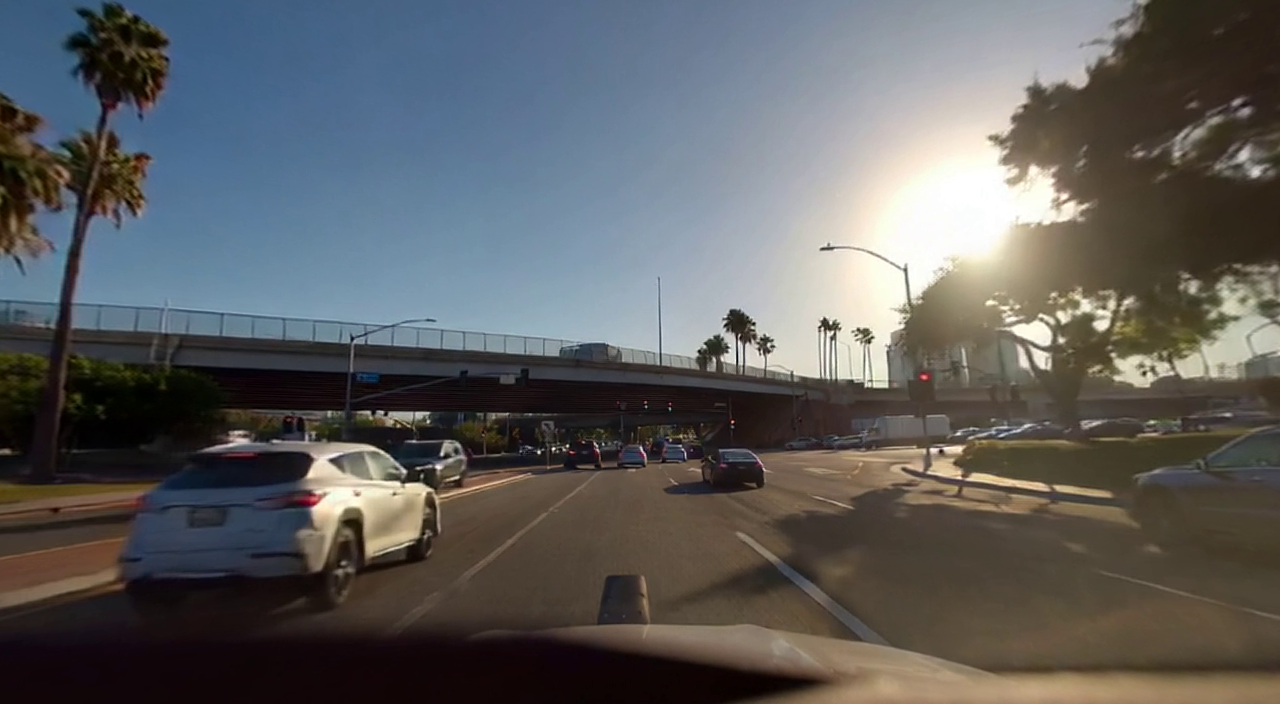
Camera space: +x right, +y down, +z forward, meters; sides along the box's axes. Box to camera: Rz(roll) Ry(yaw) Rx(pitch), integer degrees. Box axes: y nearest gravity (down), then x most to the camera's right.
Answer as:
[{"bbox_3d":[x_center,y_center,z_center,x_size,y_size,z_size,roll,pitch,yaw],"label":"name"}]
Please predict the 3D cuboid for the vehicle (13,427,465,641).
[{"bbox_3d":[-3.433,1.607,6.569,2.111,1.506,4.018,0,-8,-1],"label":"vehicle"}]

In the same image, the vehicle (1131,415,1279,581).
[{"bbox_3d":[7.380,1.426,6.016,1.964,1.647,4.114,0,-8,0],"label":"vehicle"}]

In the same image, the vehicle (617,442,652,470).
[{"bbox_3d":[-0.351,6.793,41.090,2.172,1.694,4.055,0,-8,0],"label":"vehicle"}]

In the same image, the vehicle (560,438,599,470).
[{"bbox_3d":[-4.112,6.993,43.195,2.485,2.012,5.498,1,-8,-4],"label":"vehicle"}]

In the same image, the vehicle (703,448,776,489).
[{"bbox_3d":[3.787,4.512,24.690,2.156,1.404,4.120,0,-8,-1],"label":"vehicle"}]
